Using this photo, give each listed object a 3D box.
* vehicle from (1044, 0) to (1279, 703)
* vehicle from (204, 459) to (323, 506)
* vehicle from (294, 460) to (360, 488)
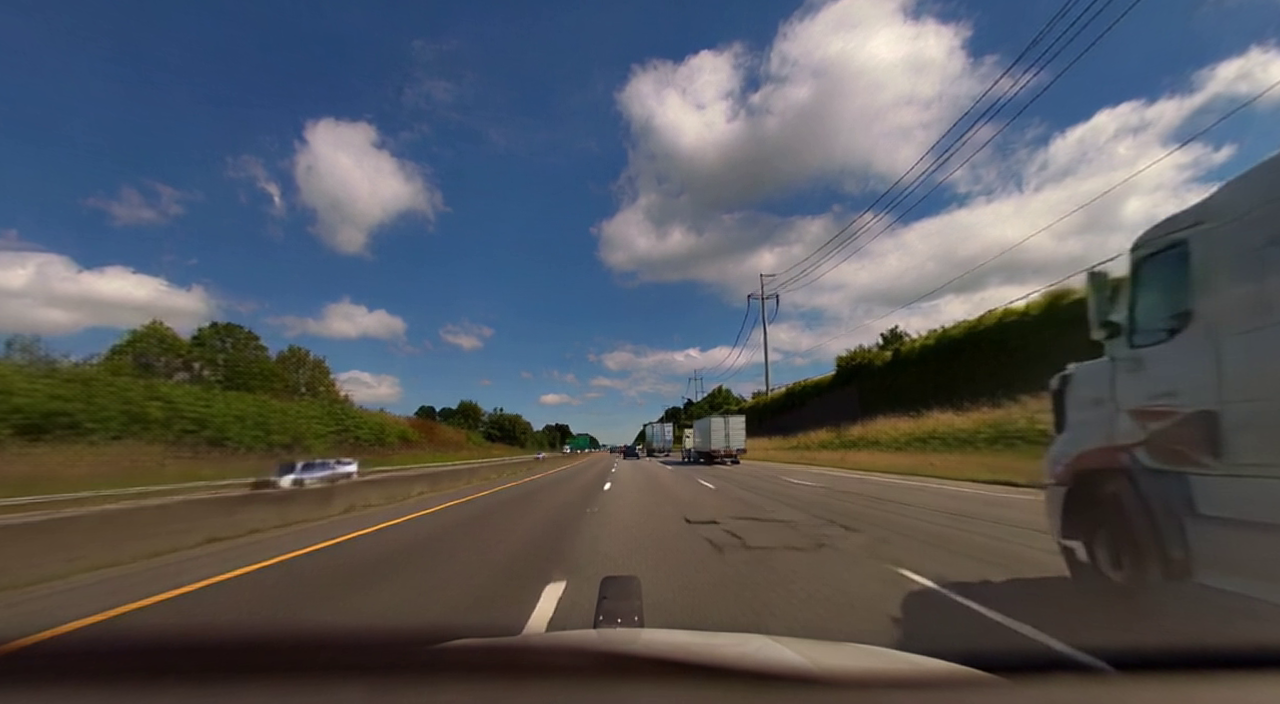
[{"bbox_3d":[4.780,-0.360,1.784,3.000,3.855,5.964,0,-9,-1],"label":"vehicle"},{"bbox_3d":[-14.409,4.983,24.408,1.957,1.533,4.483,0,-9,-2],"label":"vehicle"},{"bbox_3d":[-19.117,7.455,38.602,1.834,1.472,4.486,0,-9,-2],"label":"vehicle"}]
